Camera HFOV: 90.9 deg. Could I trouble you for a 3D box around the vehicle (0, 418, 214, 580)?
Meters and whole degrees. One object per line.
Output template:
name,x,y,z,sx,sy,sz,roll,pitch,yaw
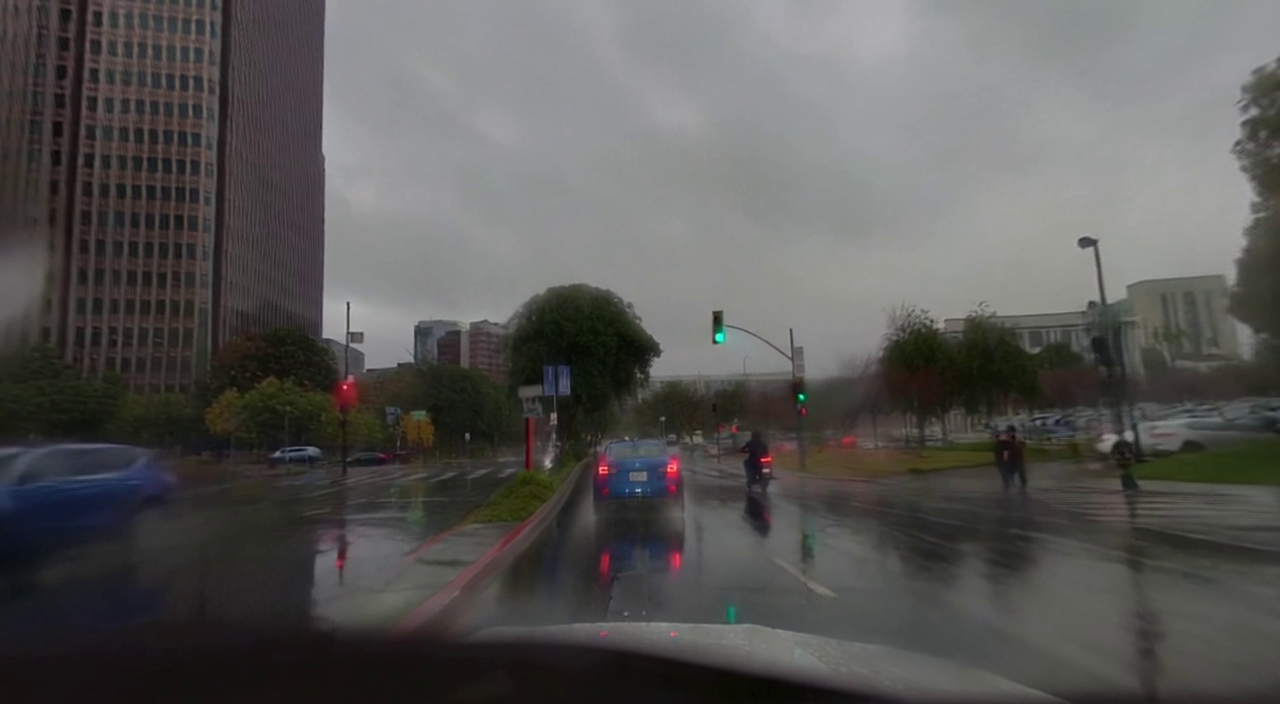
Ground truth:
vehicle,-7.730,1.721,7.753,1.993,1.692,4.226,0,-9,0

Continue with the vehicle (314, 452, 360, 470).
vehicle,-22.976,8.245,47.853,1.433,1.269,2.779,-5,-10,29

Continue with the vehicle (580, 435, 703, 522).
vehicle,-0.061,2.495,12.967,2.118,1.480,3.949,0,-9,-3
